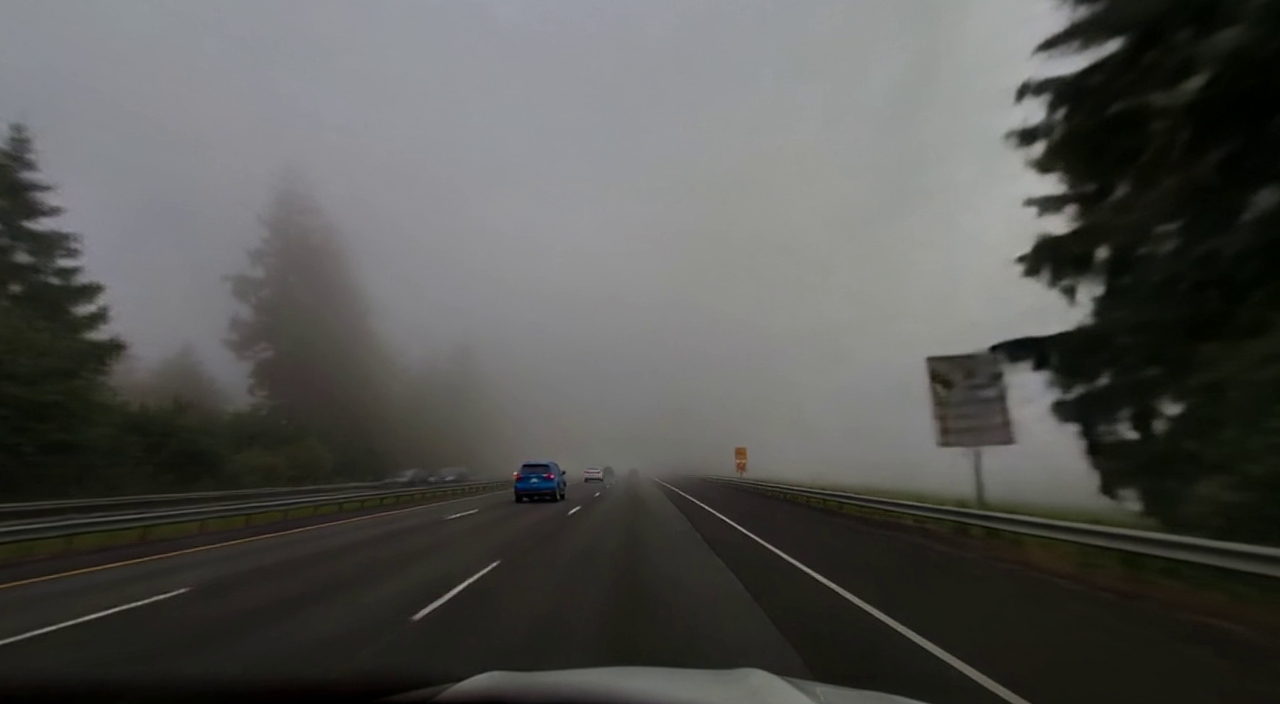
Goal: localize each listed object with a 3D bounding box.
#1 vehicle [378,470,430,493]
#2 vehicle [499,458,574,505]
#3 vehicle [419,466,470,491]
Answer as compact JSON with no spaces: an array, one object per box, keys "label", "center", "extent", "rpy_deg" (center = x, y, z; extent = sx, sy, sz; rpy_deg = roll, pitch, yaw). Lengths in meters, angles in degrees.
[{"label":"vehicle","center":[-16.667,9.169,44.674],"extent":[1.892,1.471,4.526],"rpy_deg":[1,-10,0]},{"label":"vehicle","center":[-3.837,4.907,24.150],"extent":[2.068,1.592,4.479],"rpy_deg":[0,-10,0]},{"label":"vehicle","center":[-12.984,8.432,42.088],"extent":[1.939,1.525,4.481],"rpy_deg":[1,-10,0]}]
